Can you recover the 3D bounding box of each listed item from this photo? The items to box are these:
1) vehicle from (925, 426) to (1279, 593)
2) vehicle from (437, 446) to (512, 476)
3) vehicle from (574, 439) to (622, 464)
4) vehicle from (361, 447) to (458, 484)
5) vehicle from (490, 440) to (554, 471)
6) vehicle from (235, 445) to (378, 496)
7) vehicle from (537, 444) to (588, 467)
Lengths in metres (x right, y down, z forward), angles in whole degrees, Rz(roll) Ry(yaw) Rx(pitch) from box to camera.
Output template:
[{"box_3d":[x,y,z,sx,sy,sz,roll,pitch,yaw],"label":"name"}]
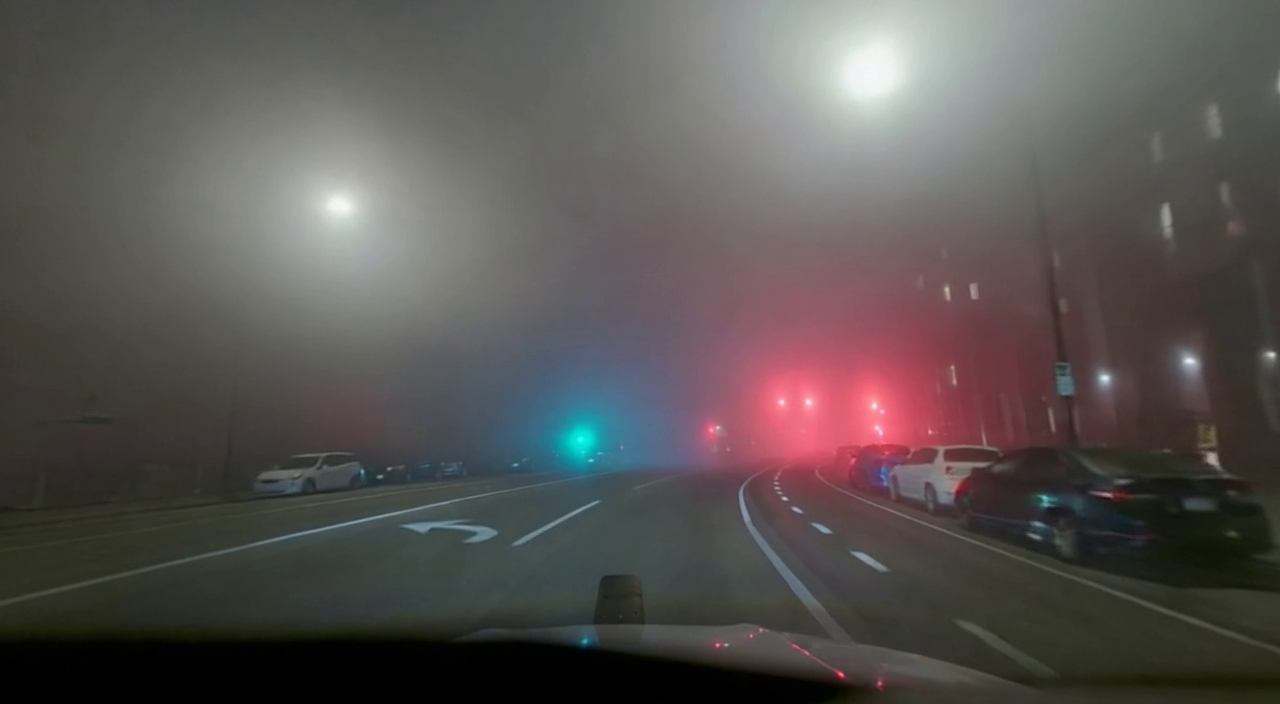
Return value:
[{"box_3d":[5.576,1.778,8.151,1.977,1.497,4.680,-1,-8,5],"label":"vehicle"},{"box_3d":[-8.702,5.738,33.642,1.811,1.459,4.702,-2,-9,13],"label":"vehicle"},{"box_3d":[-3.251,7.807,49.784,2.083,1.882,4.642,-3,-9,19],"label":"vehicle"},{"box_3d":[-10.015,4.923,27.885,1.841,1.444,4.554,-2,-8,11],"label":"vehicle"},{"box_3d":[-7.112,6.279,38.699,1.933,1.759,5.002,-2,-9,13],"label":"vehicle"},{"box_3d":[-11.070,3.937,21.428,1.882,1.508,4.476,-1,-8,9],"label":"vehicle"},{"box_3d":[-5.335,7.227,44.254,1.830,1.497,4.436,-3,-9,18],"label":"vehicle"}]
